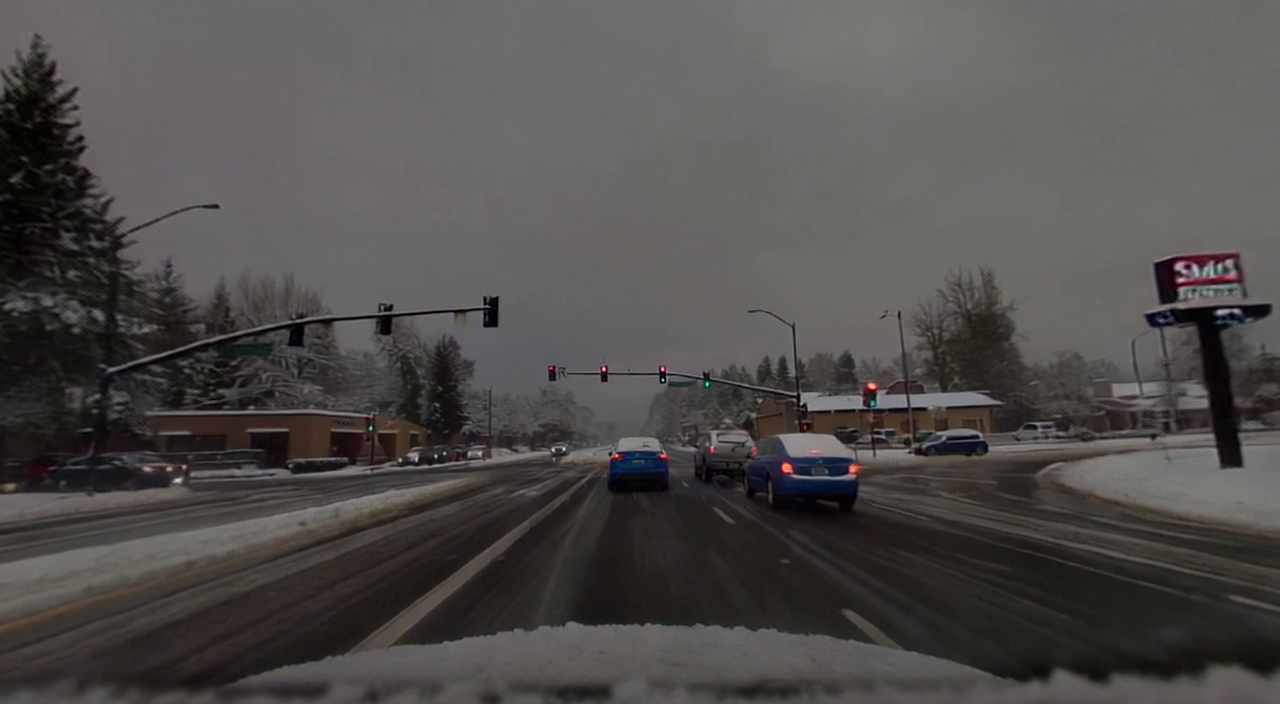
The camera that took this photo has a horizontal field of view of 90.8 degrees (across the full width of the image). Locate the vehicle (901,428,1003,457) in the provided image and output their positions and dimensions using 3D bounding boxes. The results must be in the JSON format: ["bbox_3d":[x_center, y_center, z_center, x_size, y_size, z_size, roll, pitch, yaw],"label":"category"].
[{"bbox_3d":[19.948,5.831,40.549,5.438,1.776,2.032,0,-8,0],"label":"vehicle"}]

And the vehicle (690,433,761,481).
[{"bbox_3d":[3.140,3.978,24.188,1.973,1.633,4.717,0,-8,-1],"label":"vehicle"}]

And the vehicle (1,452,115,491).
[{"bbox_3d":[-38.404,7.873,41.817,5.135,2.388,2.288,0,-9,-1],"label":"vehicle"}]

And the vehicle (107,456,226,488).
[{"bbox_3d":[-26.292,6.664,35.240,4.780,1.669,2.232,0,-8,-2],"label":"vehicle"}]

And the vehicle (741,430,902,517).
[{"bbox_3d":[3.487,2.433,13.203,1.889,1.473,4.643,0,-8,-1],"label":"vehicle"}]

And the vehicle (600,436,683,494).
[{"bbox_3d":[-0.014,3.199,18.281,2.135,1.468,4.076,0,-8,-1],"label":"vehicle"}]
